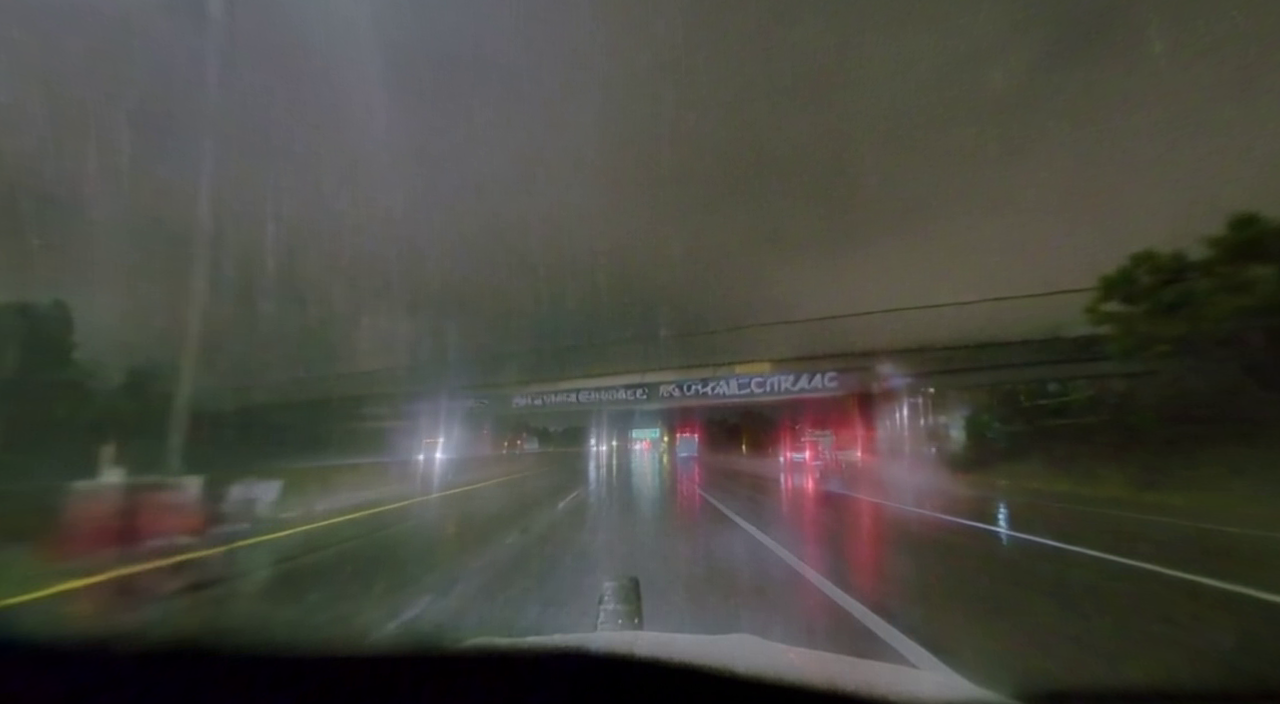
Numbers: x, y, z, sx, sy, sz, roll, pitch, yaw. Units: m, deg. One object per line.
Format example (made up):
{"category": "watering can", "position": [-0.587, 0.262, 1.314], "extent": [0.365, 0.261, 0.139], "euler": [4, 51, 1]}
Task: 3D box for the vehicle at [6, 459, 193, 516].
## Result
{"category": "vehicle", "position": [-16.312, 4.073, 19.368], "extent": [1.862, 1.471, 4.402], "euler": [0, -9, -1]}
